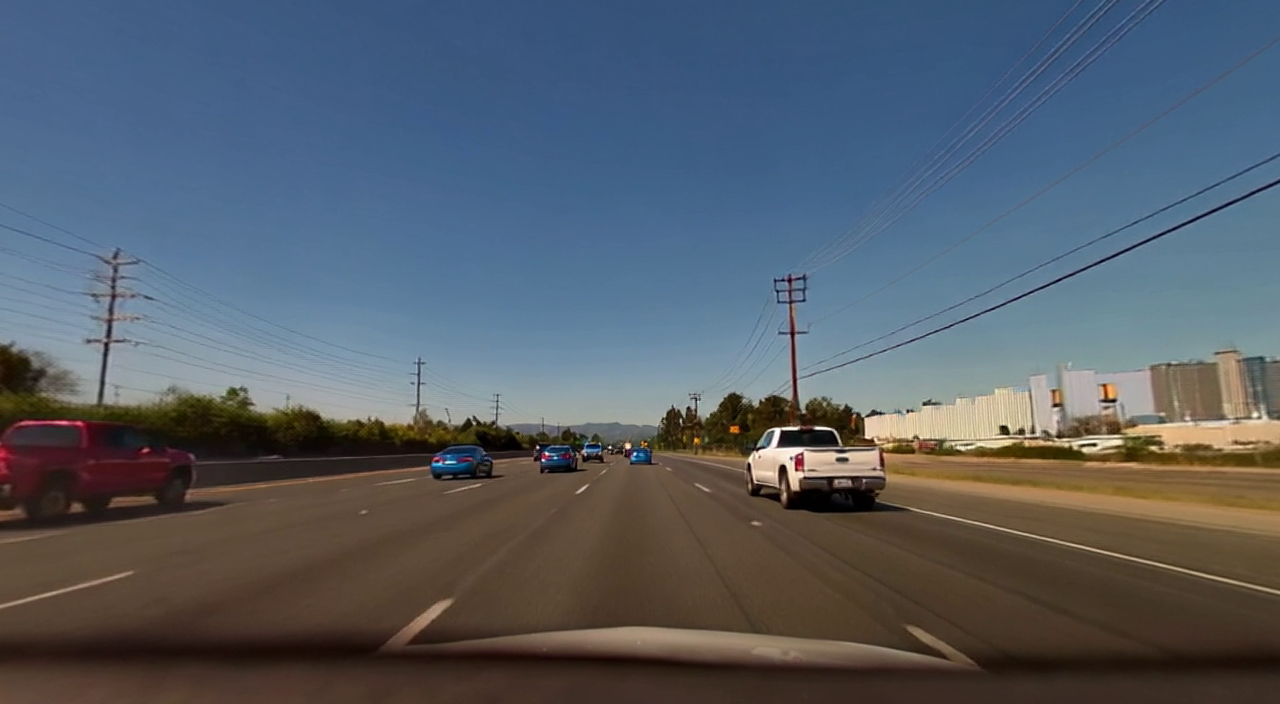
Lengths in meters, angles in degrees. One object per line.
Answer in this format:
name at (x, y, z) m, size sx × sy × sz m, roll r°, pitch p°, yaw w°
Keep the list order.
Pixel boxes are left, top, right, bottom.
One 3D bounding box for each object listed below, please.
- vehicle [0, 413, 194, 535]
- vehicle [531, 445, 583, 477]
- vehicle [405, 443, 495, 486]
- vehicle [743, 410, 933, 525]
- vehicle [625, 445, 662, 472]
vehicle at (-11.121, 2.079, 11.030) m, size 2.317 × 1.881 × 5.903 m, roll 0°, pitch -9°, yaw 0°
vehicle at (-3.913, 5.210, 30.451) m, size 1.938 × 1.444 × 4.206 m, roll 0°, pitch -9°, yaw 0°
vehicle at (-7.154, 4.263, 24.331) m, size 1.959 × 1.496 × 4.740 m, roll 0°, pitch -9°, yaw 0°
vehicle at (3.750, 2.319, 13.255) m, size 2.231 × 1.919 × 5.086 m, roll 0°, pitch -9°, yaw -1°
vehicle at (0.178, 6.139, 36.669) m, size 2.030 × 1.471 × 4.115 m, roll 0°, pitch -9°, yaw 0°
